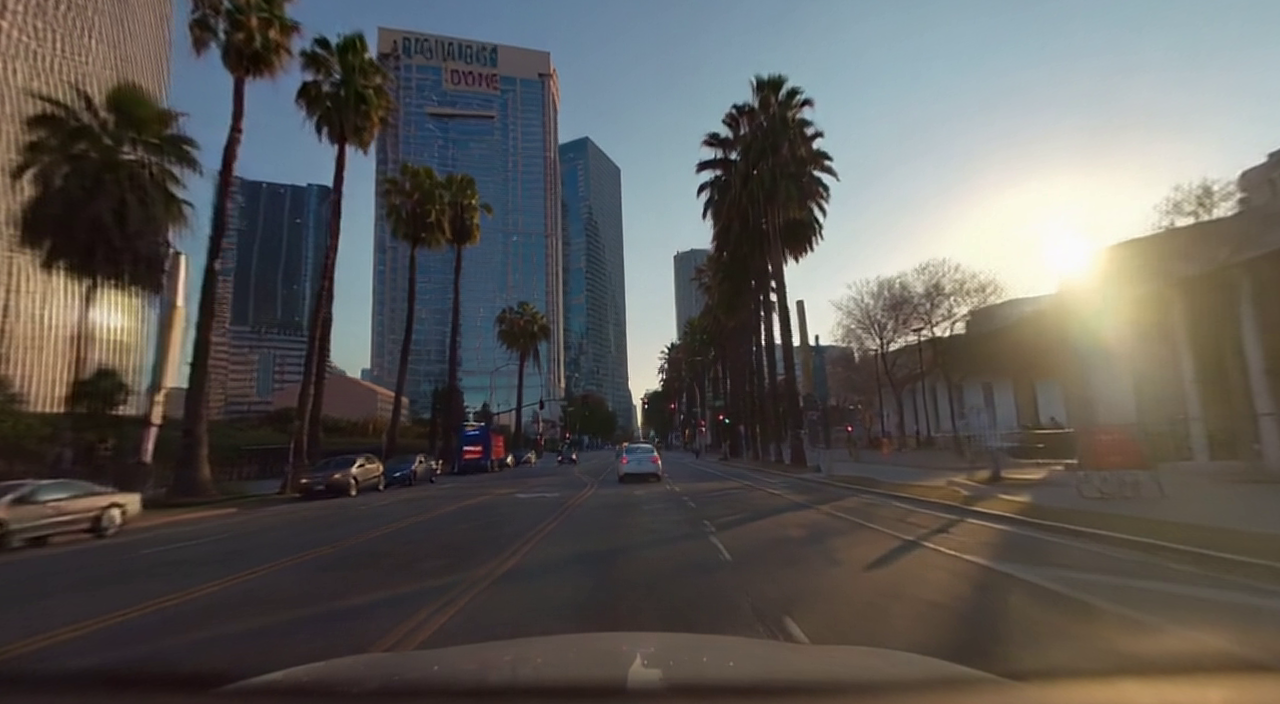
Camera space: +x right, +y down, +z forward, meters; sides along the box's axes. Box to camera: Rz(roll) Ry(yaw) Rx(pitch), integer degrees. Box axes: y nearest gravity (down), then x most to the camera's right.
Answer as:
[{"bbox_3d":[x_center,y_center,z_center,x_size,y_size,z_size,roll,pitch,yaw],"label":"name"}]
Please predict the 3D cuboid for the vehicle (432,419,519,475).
[{"bbox_3d":[-12.062,7.198,47.569,3.058,3.443,12.503,-5,-9,0],"label":"vehicle"}]

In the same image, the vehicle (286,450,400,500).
[{"bbox_3d":[-12.304,5.085,26.522,2.308,1.839,4.793,-1,-9,2],"label":"vehicle"}]

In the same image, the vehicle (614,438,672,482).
[{"bbox_3d":[0.115,4.340,25.514,2.145,1.632,3.972,0,-9,0],"label":"vehicle"}]

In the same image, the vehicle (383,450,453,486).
[{"bbox_3d":[-12.032,6.280,34.530,1.981,1.803,4.835,0,-9,1],"label":"vehicle"}]

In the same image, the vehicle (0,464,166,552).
[{"bbox_3d":[-12.410,3.169,12.786,1.914,1.551,4.634,-4,-12,0],"label":"vehicle"}]
